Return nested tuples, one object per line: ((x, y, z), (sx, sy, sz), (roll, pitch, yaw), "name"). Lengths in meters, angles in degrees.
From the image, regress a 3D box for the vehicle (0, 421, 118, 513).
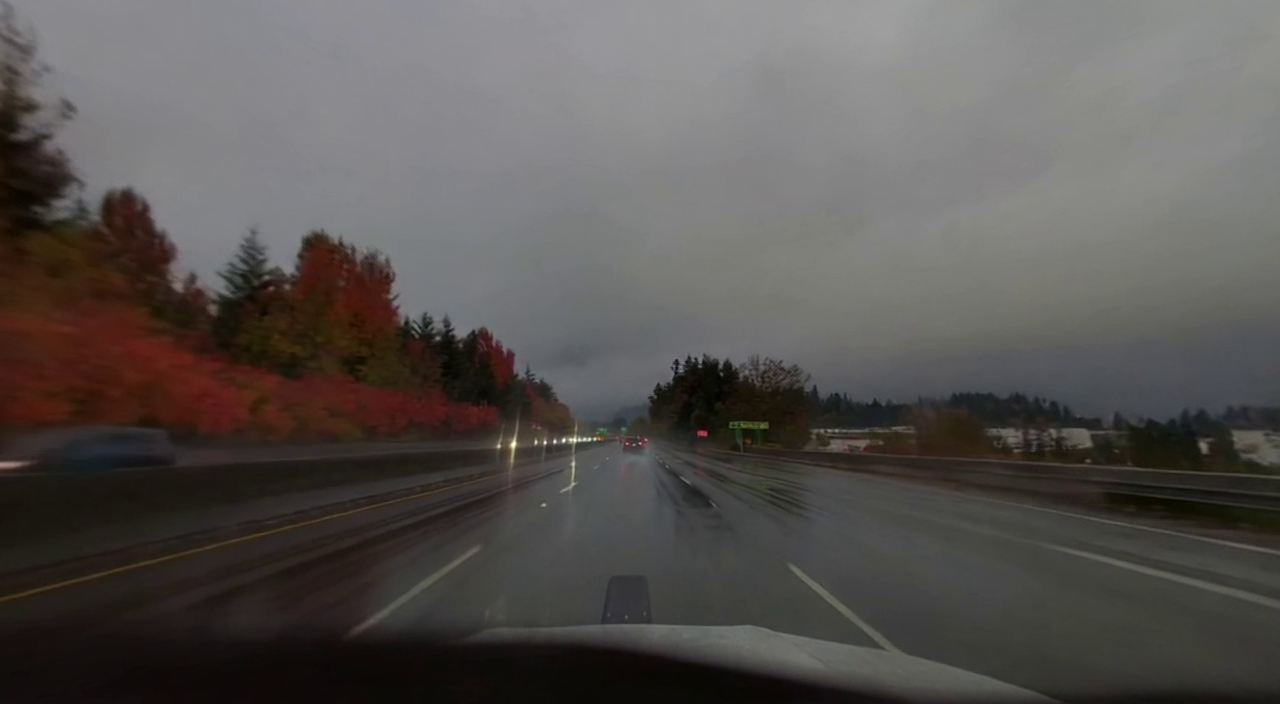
((-11.432, 1.873, 10.229), (1.904, 1.504, 4.525), (0, -8, 1), "vehicle")
